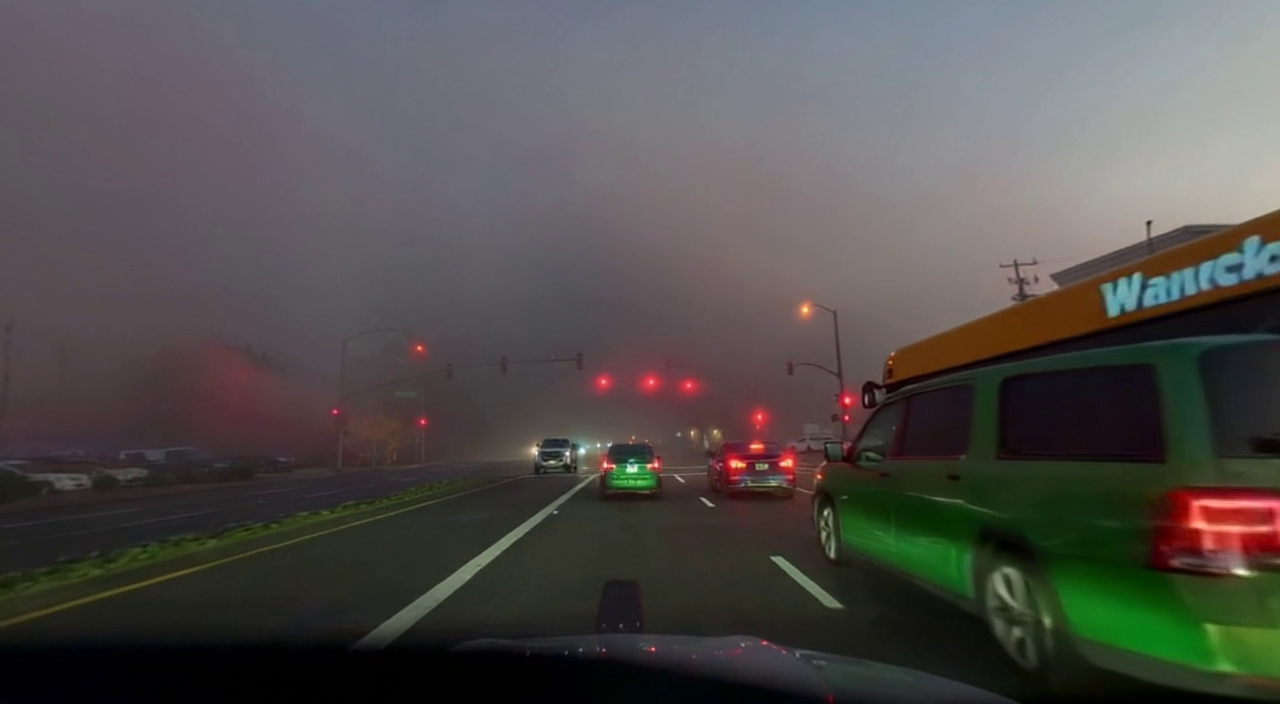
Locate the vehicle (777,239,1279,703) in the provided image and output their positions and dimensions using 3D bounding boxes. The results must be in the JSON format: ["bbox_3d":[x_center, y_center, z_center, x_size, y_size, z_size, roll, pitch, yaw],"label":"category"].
[{"bbox_3d":[3.014,1.019,4.917,2.490,1.951,5.931,0,-9,-1],"label":"vehicle"}]

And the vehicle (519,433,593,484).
[{"bbox_3d":[-3.042,3.997,23.925,2.180,1.708,4.397,0,-9,0],"label":"vehicle"}]

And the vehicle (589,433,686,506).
[{"bbox_3d":[-0.085,2.798,15.432,2.071,1.525,3.723,0,-9,-1],"label":"vehicle"}]

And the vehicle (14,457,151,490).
[{"bbox_3d":[-27.739,6.024,31.667,4.800,1.461,1.831,5,-10,-31],"label":"vehicle"}]

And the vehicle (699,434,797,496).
[{"bbox_3d":[2.859,3.100,17.733,1.922,1.508,4.330,0,-9,-1],"label":"vehicle"}]
